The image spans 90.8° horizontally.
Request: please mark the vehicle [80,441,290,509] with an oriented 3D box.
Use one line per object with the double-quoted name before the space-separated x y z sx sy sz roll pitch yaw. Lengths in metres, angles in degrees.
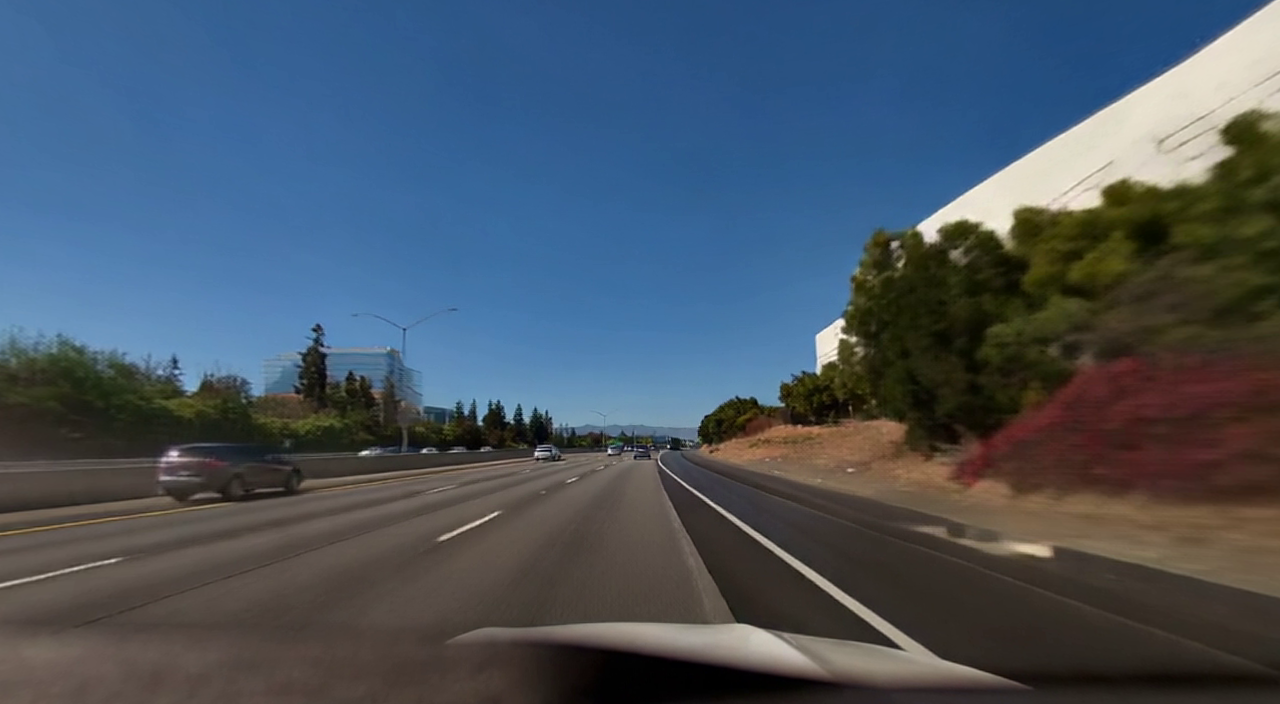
"vehicle" -11.115 2.997 15.948 1.914 1.440 4.467 0 -8 1
